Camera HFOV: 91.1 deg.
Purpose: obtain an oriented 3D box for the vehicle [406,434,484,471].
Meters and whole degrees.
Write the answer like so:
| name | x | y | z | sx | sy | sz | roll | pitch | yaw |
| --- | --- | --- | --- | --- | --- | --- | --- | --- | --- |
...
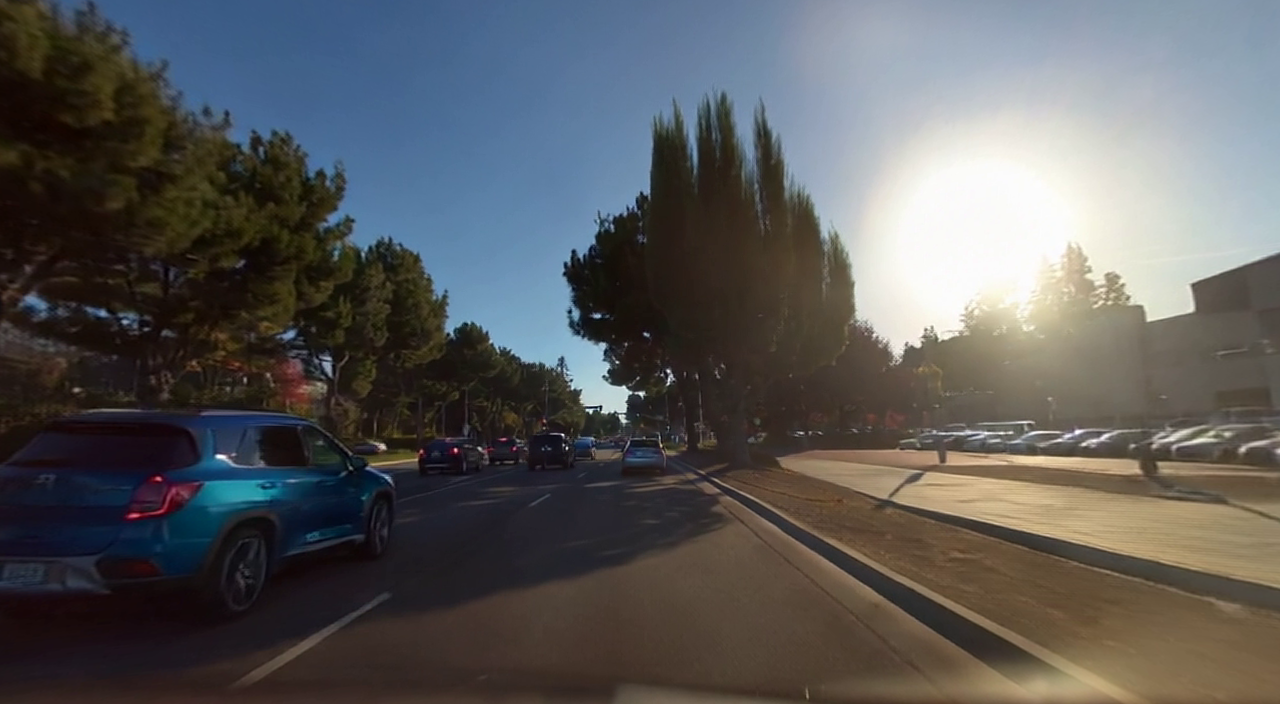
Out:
| name | x | y | z | sx | sy | sz | roll | pitch | yaw |
| --- | --- | --- | --- | --- | --- | --- | --- | --- | --- |
| vehicle | -8.156 | 4.248 | 26.711 | 1.926 | 1.463 | 4.450 | 0 | -8 | -1 |

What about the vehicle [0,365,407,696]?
| name | x | y | z | sx | sy | sz | roll | pitch | yaw |
| --- | --- | --- | --- | --- | --- | --- | --- | --- | --- |
| vehicle | -3.811 | 1.184 | 5.265 | 2.070 | 1.641 | 4.152 | 0 | -8 | 0 |

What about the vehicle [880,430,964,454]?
| name | x | y | z | sx | sy | sz | roll | pitch | yaw |
| --- | --- | --- | --- | --- | --- | --- | --- | --- | --- |
| vehicle | 17.044 | 5.498 | 38.144 | 1.857 | 1.369 | 4.219 | 6 | -10 | -34 |

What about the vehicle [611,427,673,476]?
| name | x | y | z | sx | sy | sz | roll | pitch | yaw |
| --- | --- | --- | --- | --- | --- | --- | --- | --- | --- |
| vehicle | 0.073 | 3.632 | 23.053 | 2.042 | 1.641 | 4.187 | 0 | -8 | 0 |

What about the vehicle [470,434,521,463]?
| name | x | y | z | sx | sy | sz | roll | pitch | yaw |
| --- | --- | --- | --- | --- | --- | --- | --- | --- | --- |
| vehicle | -8.028 | 5.391 | 35.224 | 1.918 | 1.484 | 4.531 | 0 | -8 | -2 |

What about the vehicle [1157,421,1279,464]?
| name | x | y | z | sx | sy | sz | roll | pitch | yaw |
| --- | --- | --- | --- | --- | --- | --- | --- | --- | --- |
| vehicle | 27.629 | 4.249 | 29.623 | 4.524 | 1.597 | 2.102 | -4 | -6 | -1 |

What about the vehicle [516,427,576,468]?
| name | x | y | z | sx | sy | sz | roll | pitch | yaw |
| --- | --- | --- | --- | --- | --- | --- | --- | --- | --- |
| vehicle | -4.285 | 4.448 | 29.320 | 2.113 | 1.713 | 4.422 | 0 | -8 | 0 |

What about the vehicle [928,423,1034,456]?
| name | x | y | z | sx | sy | sz | roll | pitch | yaw |
| --- | --- | --- | --- | --- | --- | --- | --- | --- | --- |
| vehicle | 17.460 | 4.520 | 32.318 | 4.329 | 1.656 | 1.873 | 0 | -8 | 2 |

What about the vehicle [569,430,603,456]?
| name | x | y | z | sx | sy | sz | roll | pitch | yaw |
| --- | --- | --- | --- | --- | --- | --- | --- | --- | --- |
| vehicle | -3.844 | 6.637 | 45.772 | 2.047 | 1.810 | 4.414 | 0 | -8 | 1 |
